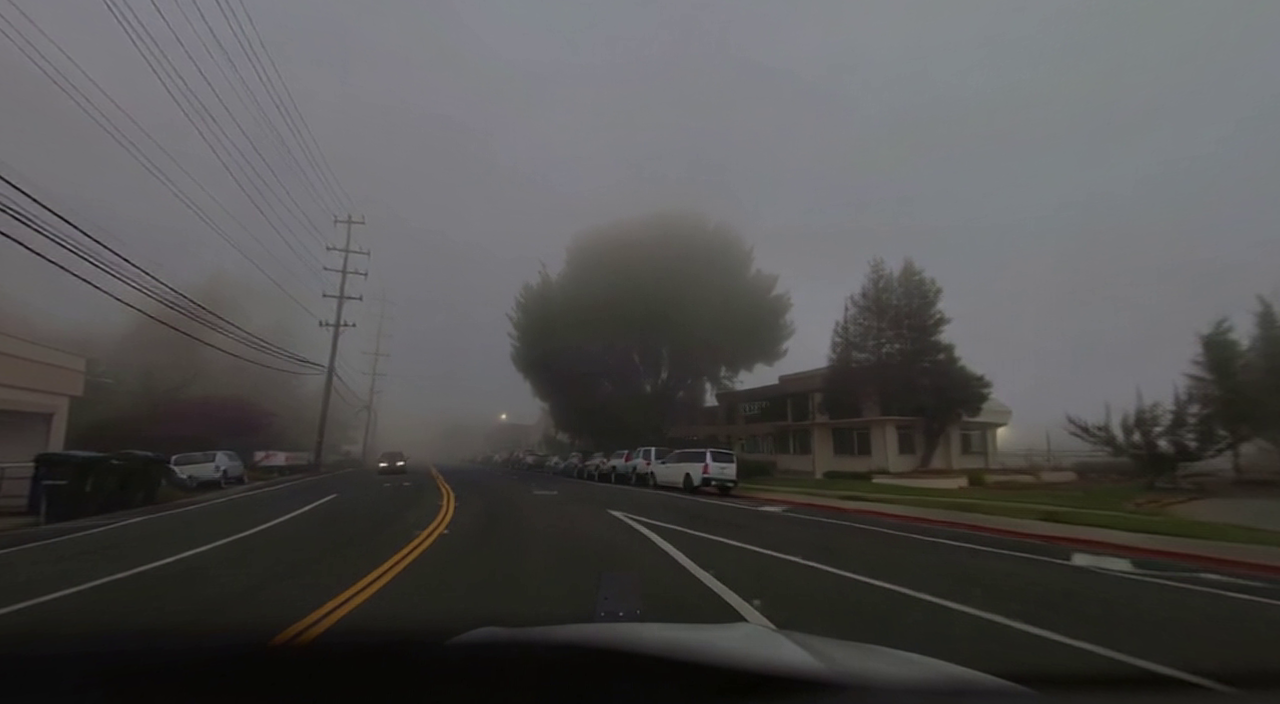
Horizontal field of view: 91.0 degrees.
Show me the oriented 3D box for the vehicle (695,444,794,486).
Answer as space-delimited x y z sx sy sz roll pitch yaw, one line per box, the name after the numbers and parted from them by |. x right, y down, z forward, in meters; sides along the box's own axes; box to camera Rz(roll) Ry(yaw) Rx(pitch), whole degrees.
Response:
4.490 4.683 26.502 2.074 1.526 4.853 -7 -10 36 | vehicle

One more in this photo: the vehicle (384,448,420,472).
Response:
-16.460 7.444 43.553 2.122 1.517 4.465 3 -9 -20 | vehicle

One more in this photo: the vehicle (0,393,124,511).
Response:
-15.667 2.643 16.869 1.716 2.808 3.001 -2 -7 -16 | vehicle
